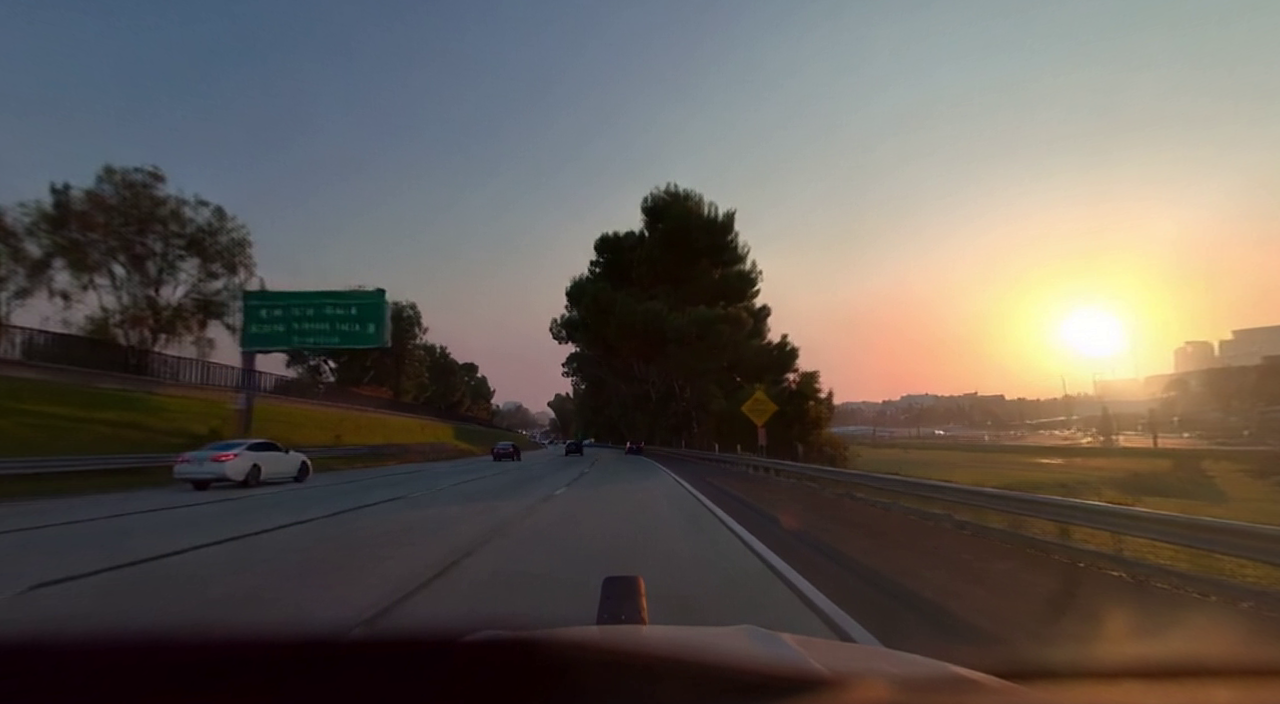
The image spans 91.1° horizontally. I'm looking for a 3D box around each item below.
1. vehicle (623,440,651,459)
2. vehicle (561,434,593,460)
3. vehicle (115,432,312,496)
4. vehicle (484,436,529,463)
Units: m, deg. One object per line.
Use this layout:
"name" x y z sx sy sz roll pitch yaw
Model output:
"vehicle" -0.281 7.712 49.855 2.060 1.465 3.974 0 -8 -3
"vehicle" -4.753 7.223 47.899 2.138 1.833 4.622 0 -8 -2
"vehicle" -11.455 3.028 17.431 2.056 1.489 4.852 0 -8 0
"vehicle" -8.477 6.245 40.293 2.015 1.651 4.432 0 -8 -2
